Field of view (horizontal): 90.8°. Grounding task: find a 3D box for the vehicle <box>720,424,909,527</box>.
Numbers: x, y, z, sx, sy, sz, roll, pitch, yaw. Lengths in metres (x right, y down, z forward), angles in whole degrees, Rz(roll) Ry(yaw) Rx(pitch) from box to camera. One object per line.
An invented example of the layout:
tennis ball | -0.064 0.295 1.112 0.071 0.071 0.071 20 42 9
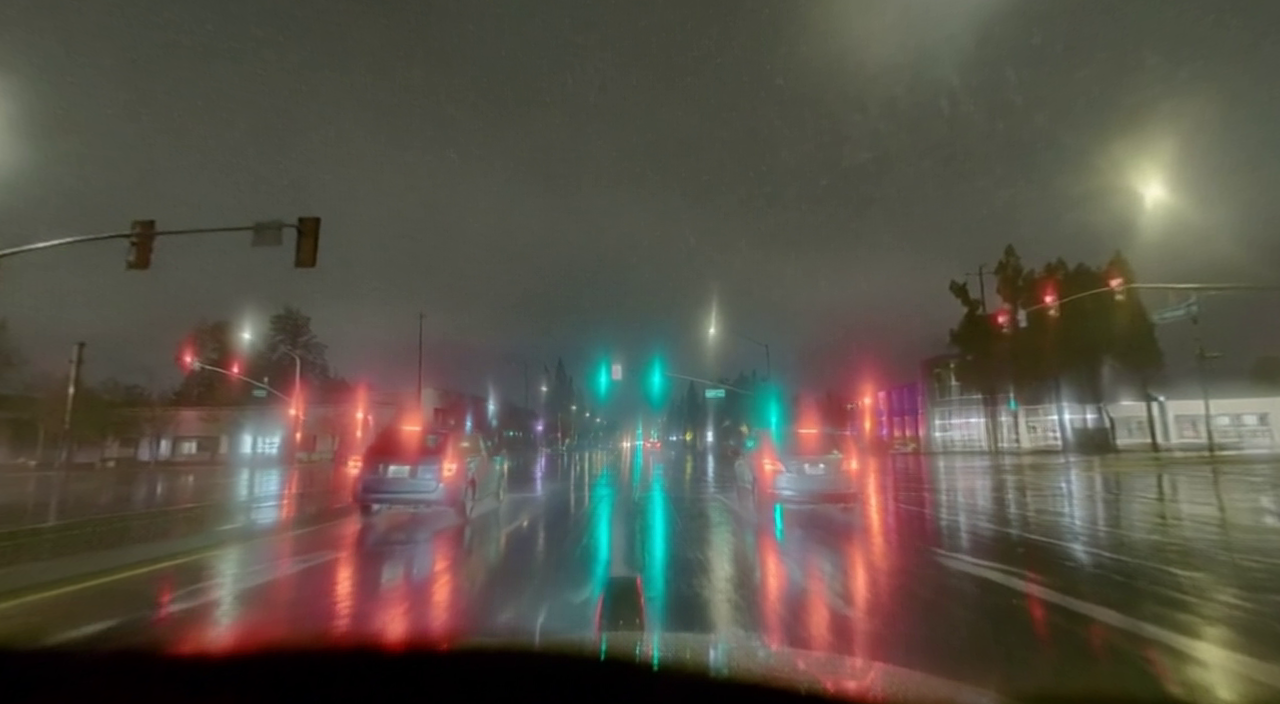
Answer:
vehicle | 2.919 2.207 11.873 2.130 1.524 4.722 0 -8 -1

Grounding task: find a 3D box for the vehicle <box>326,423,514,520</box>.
vehicle | -3.934 2.227 12.286 1.973 1.526 4.533 0 -8 1
